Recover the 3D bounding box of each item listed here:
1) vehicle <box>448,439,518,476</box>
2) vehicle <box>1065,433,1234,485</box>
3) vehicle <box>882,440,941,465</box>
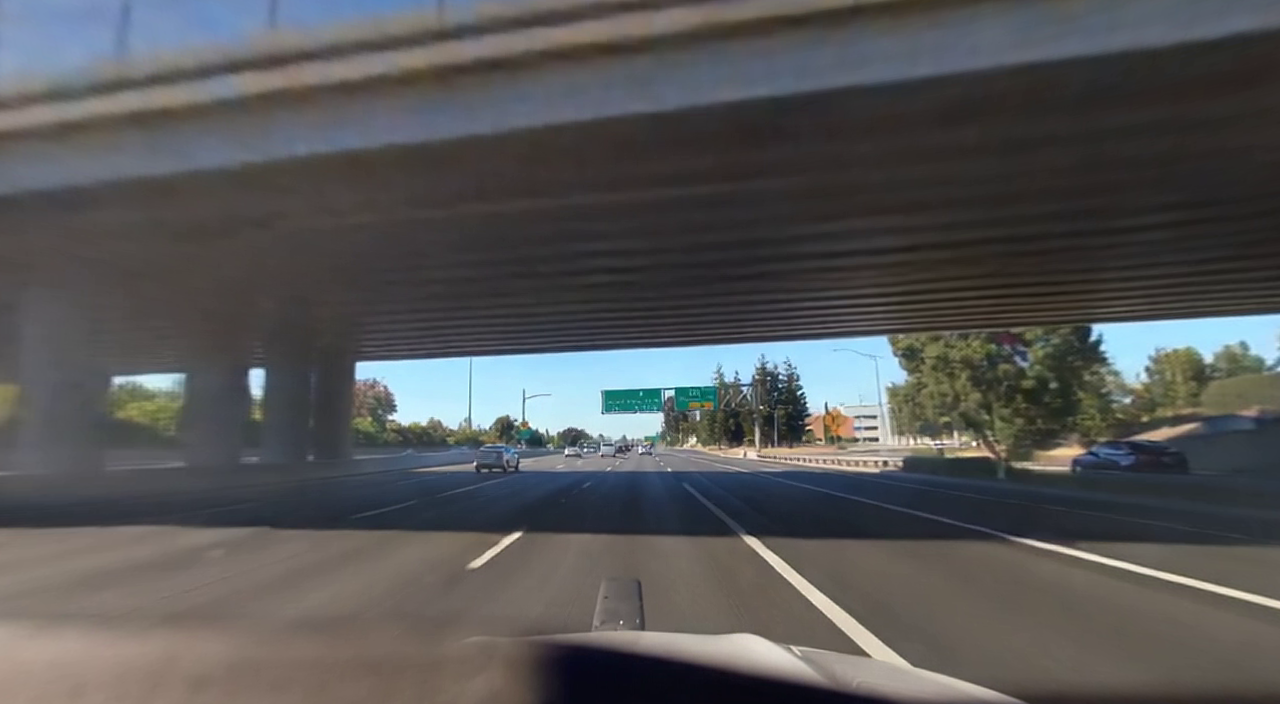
[{"bbox_3d":[-6.898,4.666,28.143,1.985,1.513,4.172,0,-9,1],"label":"vehicle"},{"bbox_3d":[17.307,3.651,21.782,1.884,1.567,4.692,0,-9,0],"label":"vehicle"},{"bbox_3d":[18.383,6.832,42.905,1.989,1.529,4.791,0,-9,1],"label":"vehicle"}]
